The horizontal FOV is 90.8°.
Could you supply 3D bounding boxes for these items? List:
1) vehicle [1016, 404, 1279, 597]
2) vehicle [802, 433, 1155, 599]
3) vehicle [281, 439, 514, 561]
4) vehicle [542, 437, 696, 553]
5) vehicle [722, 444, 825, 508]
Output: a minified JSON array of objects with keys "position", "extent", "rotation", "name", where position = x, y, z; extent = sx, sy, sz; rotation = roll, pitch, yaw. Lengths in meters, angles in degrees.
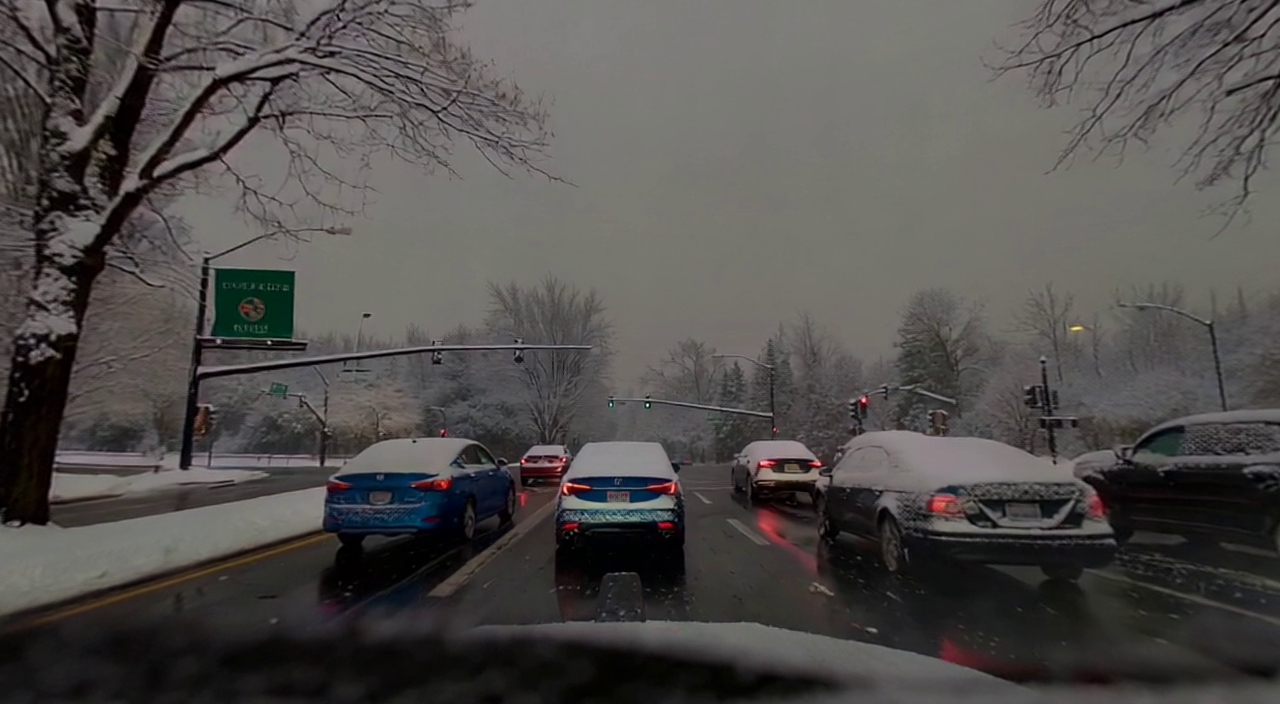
[{"position":[6.884,1.555,7.106],"extent":[2.099,1.749,5.098],"rotation":[0,-9,-1],"name":"vehicle"},{"position":[3.637,1.816,7.987],"extent":[1.953,1.471,4.470],"rotation":[0,-8,0],"name":"vehicle"},{"position":[-3.354,2.109,9.782],"extent":[1.929,1.457,4.136],"rotation":[0,-9,0],"name":"vehicle"},{"position":[-0.295,2.129,10.067],"extent":[1.994,1.479,3.647],"rotation":[0,-9,-1],"name":"vehicle"},{"position":[3.434,3.243,17.030],"extent":[1.852,1.498,3.825],"rotation":[0,-9,-1],"name":"vehicle"}]
